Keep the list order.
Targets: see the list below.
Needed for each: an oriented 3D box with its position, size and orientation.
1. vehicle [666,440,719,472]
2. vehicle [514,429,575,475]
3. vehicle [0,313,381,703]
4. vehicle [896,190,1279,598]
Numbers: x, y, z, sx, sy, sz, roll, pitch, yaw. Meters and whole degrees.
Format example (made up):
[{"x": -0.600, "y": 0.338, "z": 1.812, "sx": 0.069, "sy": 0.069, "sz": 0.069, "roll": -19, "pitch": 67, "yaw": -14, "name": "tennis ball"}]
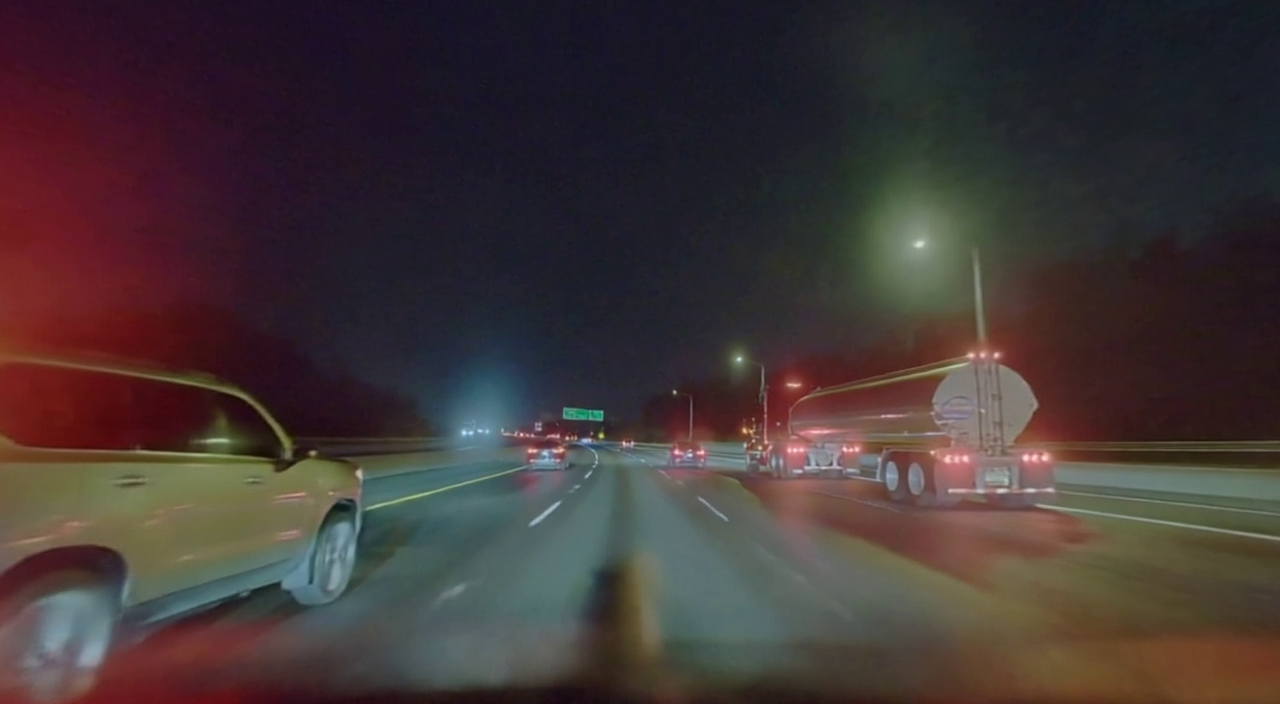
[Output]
[{"x": 2.636, "y": 5.336, "z": 32.586, "sx": 2.053, "sy": 1.510, "sz": 4.400, "roll": 1, "pitch": -9, "yaw": -4, "name": "vehicle"}, {"x": -4.180, "y": 4.454, "z": 28.253, "sx": 2.149, "sy": 1.843, "sz": 4.348, "roll": 0, "pitch": -8, "yaw": -2, "name": "vehicle"}, {"x": -4.282, "y": 0.939, "z": 4.142, "sx": 2.684, "sy": 1.839, "sz": 5.803, "roll": 0, "pitch": -9, "yaw": 0, "name": "vehicle"}, {"x": 7.456, "y": 0.835, "z": 8.686, "sx": 3.554, "sy": 3.573, "sz": 10.307, "roll": 0, "pitch": -8, "yaw": 0, "name": "vehicle"}]
